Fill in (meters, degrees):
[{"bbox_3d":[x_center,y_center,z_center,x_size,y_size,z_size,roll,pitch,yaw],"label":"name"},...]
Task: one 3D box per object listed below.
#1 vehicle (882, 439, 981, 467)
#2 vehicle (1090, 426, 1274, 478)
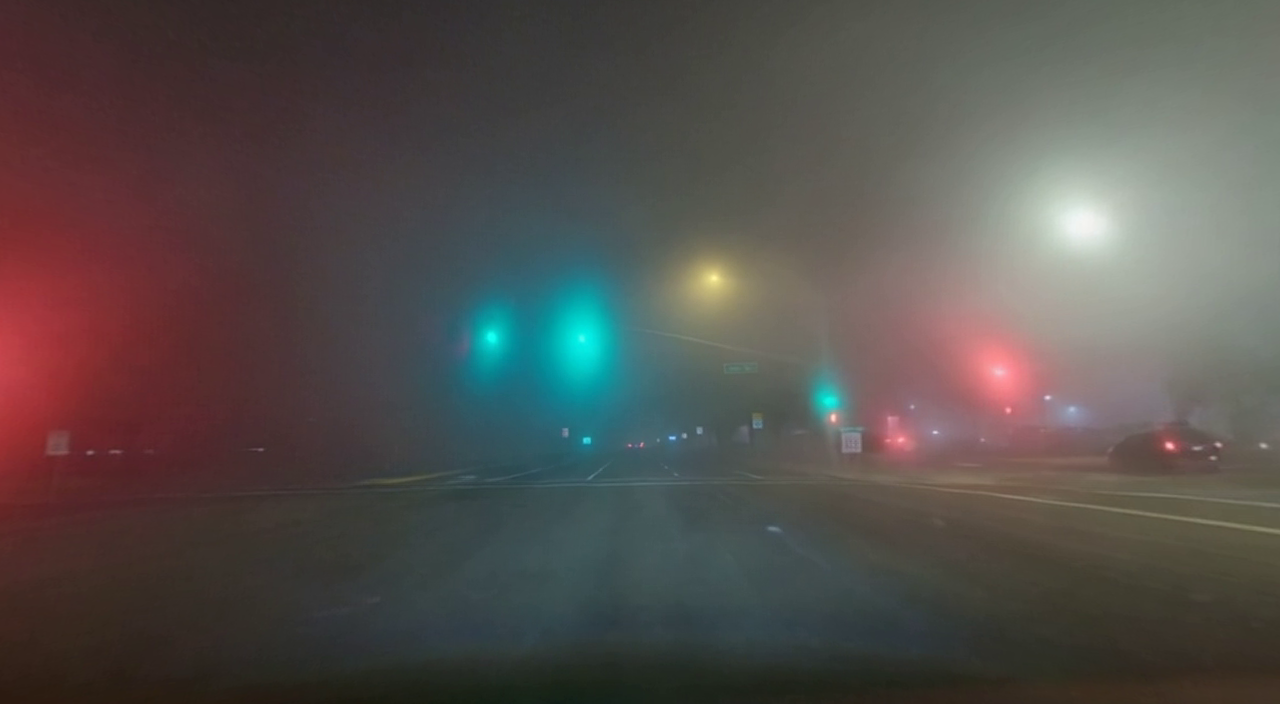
[{"bbox_3d":[16.077,5.587,34.996,4.483,1.452,1.924,0,-8,-1],"label":"vehicle"},{"bbox_3d":[23.657,4.438,28.154,2.802,1.992,6.440,-2,-9,5],"label":"vehicle"}]
